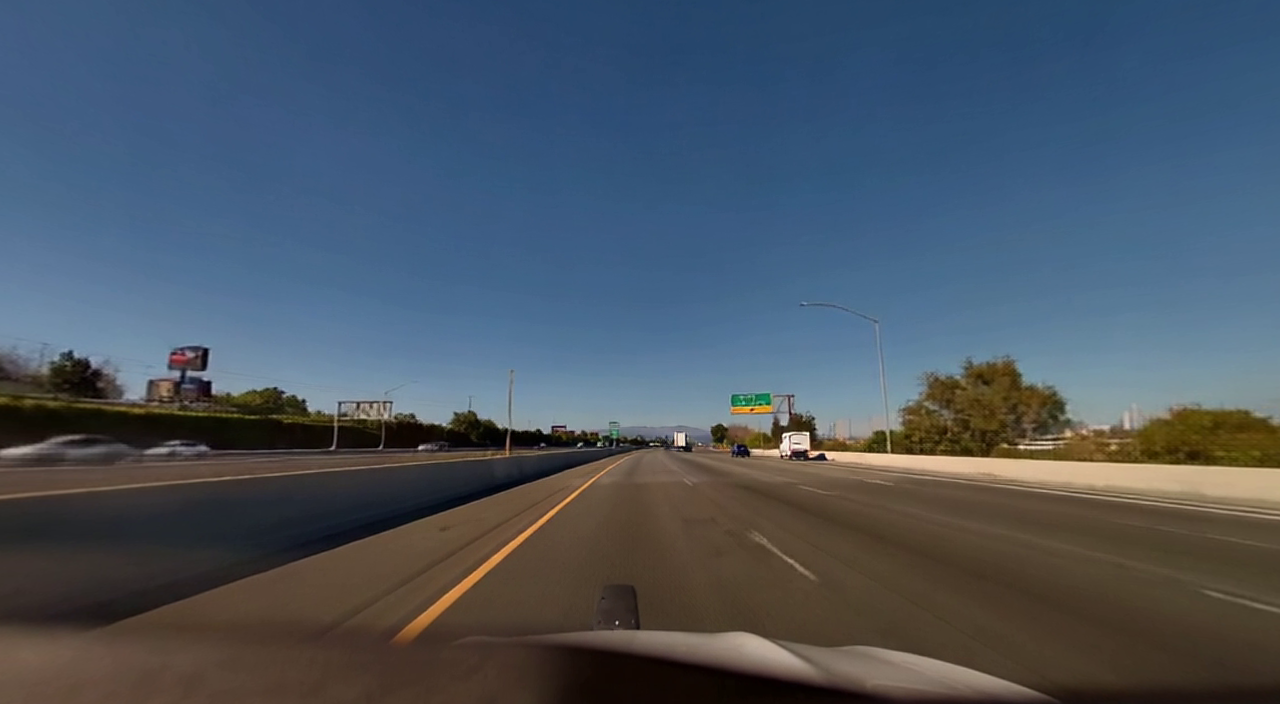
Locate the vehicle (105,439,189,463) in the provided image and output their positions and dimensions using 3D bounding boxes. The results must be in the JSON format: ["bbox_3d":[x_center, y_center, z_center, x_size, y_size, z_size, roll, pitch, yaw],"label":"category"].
[{"bbox_3d":[-33.141,6.675,42.673,1.836,1.492,4.742,0,-8,1],"label":"vehicle"}]
